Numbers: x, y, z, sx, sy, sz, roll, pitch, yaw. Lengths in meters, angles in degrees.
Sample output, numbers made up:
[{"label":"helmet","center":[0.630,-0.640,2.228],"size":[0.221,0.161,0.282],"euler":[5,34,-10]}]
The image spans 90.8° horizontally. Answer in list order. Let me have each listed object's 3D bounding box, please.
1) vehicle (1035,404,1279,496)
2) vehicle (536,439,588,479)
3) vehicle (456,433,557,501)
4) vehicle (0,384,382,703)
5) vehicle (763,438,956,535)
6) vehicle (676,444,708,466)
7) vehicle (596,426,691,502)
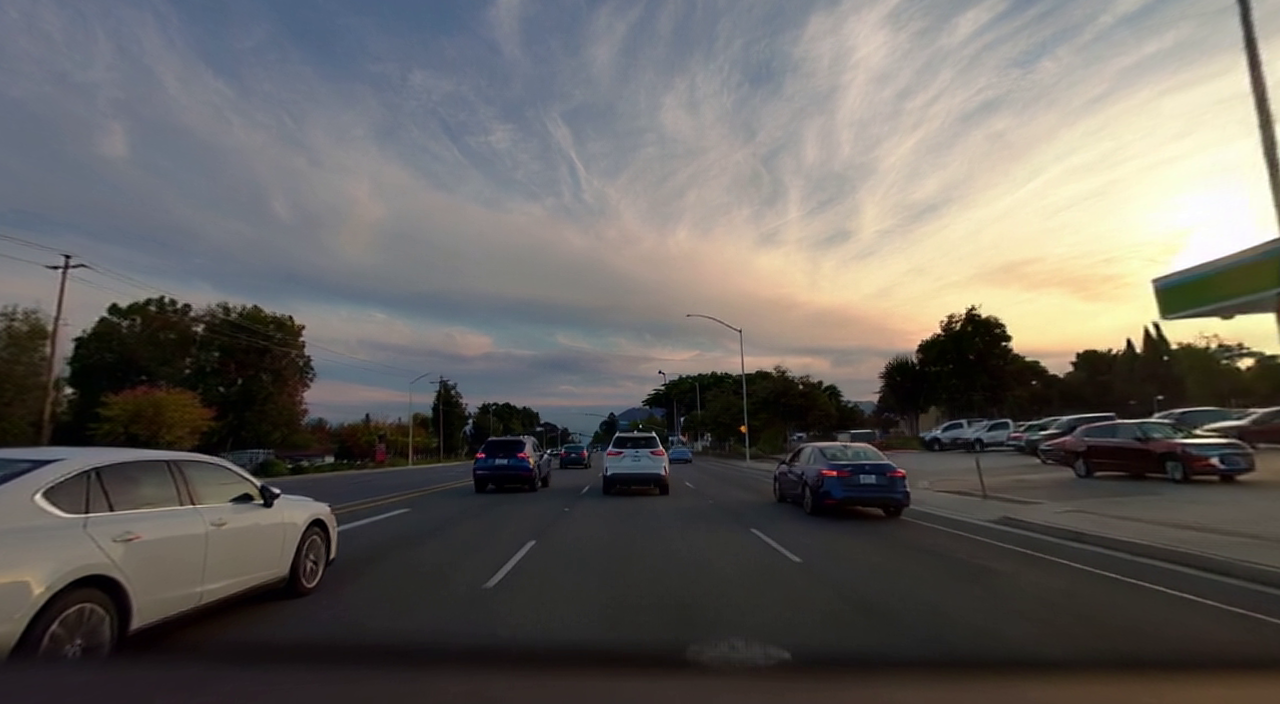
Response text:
[{"label":"vehicle","center":[11.634,2.247,14.635],"size":[1.918,1.765,4.668],"euler":[0,-8,0]},{"label":"vehicle","center":[-3.471,4.865,28.882],"size":[1.871,1.673,3.920],"euler":[0,-8,0]},{"label":"vehicle","center":[-3.649,3.209,18.086],"size":[1.932,1.695,4.150],"euler":[0,-8,1]},{"label":"vehicle","center":[-3.581,1.195,4.401],"size":[1.864,1.574,4.031],"euler":[0,-8,0]},{"label":"vehicle","center":[3.803,2.391,11.966],"size":[1.888,1.456,4.589],"euler":[0,-8,-2]},{"label":"vehicle","center":[3.778,7.591,46.761],"size":[1.926,1.522,3.852],"euler":[0,-8,-1]},{"label":"vehicle","center":[0.063,3.032,17.462],"size":[2.279,1.803,4.254],"euler":[0,-8,-1]}]
